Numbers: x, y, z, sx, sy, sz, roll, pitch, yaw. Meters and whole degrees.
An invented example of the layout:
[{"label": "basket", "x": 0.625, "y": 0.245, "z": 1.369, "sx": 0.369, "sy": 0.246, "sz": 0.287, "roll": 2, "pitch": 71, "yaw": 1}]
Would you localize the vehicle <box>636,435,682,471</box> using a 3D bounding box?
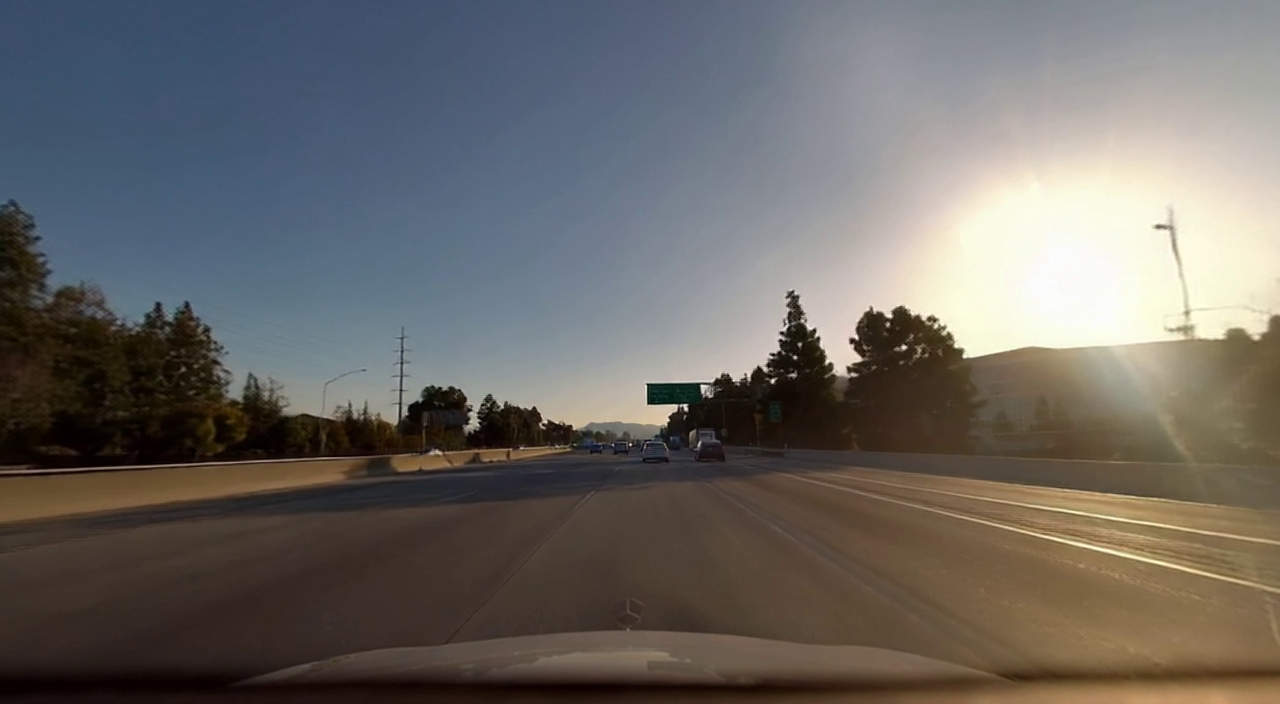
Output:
[{"label": "vehicle", "x": 0.945, "y": 5.400, "z": 33.961, "sx": 2.260, "sy": 1.766, "sz": 4.348, "roll": 0, "pitch": -8, "yaw": 0}]
